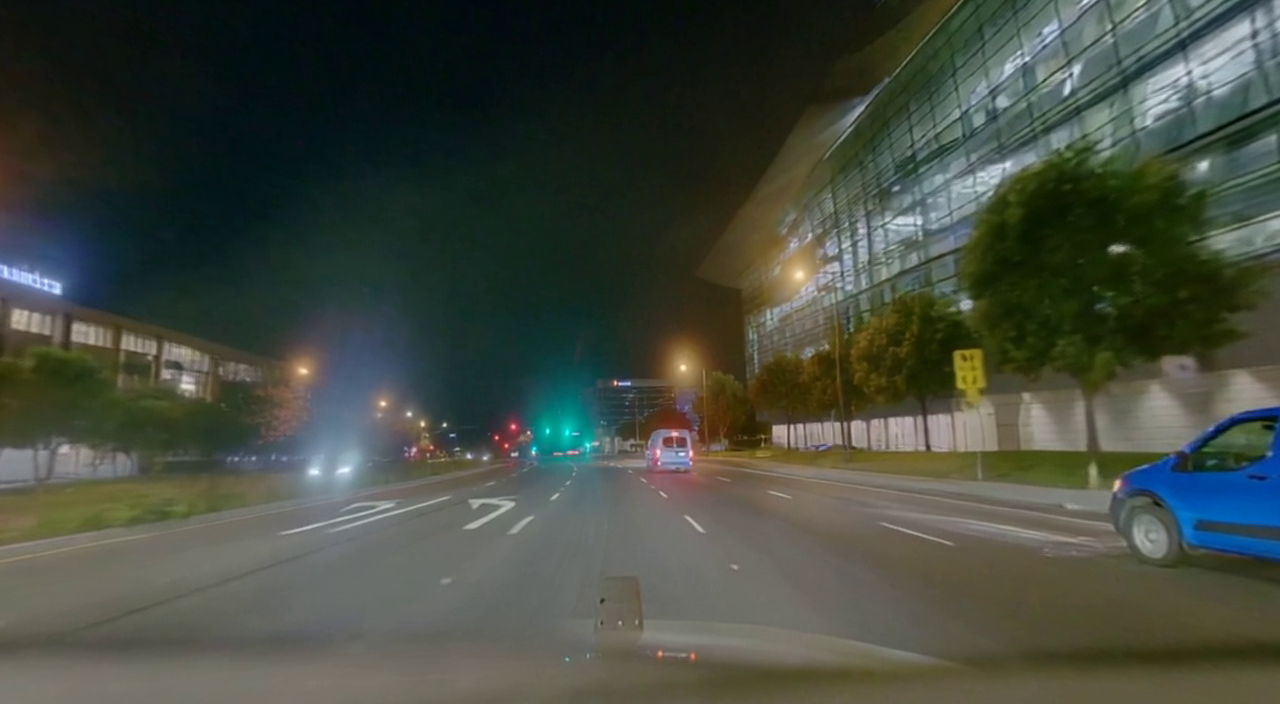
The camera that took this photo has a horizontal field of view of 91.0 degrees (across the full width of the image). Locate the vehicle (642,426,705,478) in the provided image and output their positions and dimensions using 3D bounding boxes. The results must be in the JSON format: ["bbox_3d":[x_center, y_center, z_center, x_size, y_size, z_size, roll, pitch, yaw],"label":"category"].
[{"bbox_3d":[1.475,4.759,30.195,2.339,2.244,4.817,0,-9,-5],"label":"vehicle"}]

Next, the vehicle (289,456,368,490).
[{"bbox_3d":[-15.422,5.963,31.413,1.893,1.447,4.581,0,-8,-4],"label":"vehicle"}]

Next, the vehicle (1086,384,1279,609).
[{"bbox_3d":[5.958,1.077,4.641,1.992,1.726,4.434,0,-9,-1],"label":"vehicle"}]
